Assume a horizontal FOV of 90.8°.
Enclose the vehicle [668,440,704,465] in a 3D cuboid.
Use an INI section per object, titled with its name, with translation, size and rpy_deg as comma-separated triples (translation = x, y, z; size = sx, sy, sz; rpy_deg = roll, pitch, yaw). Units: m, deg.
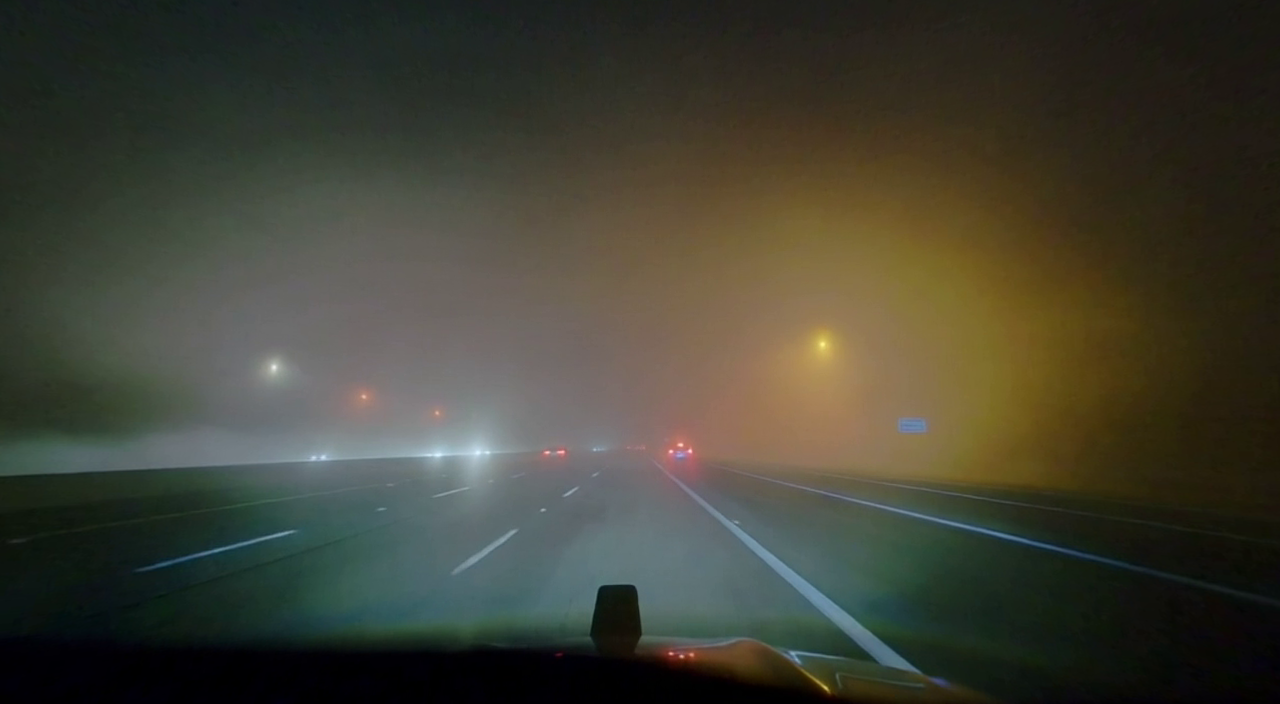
[vehicle]
translation = 3.424, 7.643, 48.006
size = 2.166, 1.770, 4.703
rpy_deg = 0, -9, -2
